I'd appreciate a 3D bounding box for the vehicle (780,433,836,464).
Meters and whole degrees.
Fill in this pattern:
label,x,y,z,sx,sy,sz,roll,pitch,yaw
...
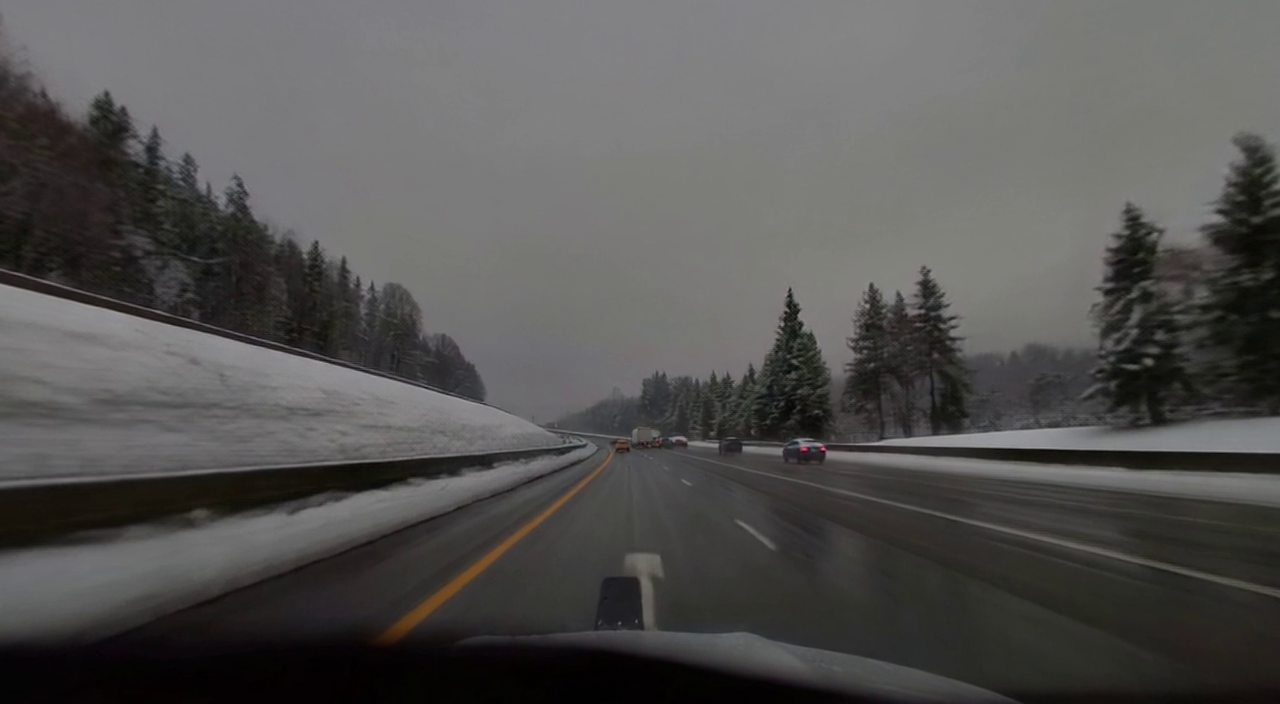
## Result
label,x,y,z,sx,sy,sz,roll,pitch,yaw
vehicle,10.262,5.954,38.782,2.077,1.763,4.472,0,-8,-2
